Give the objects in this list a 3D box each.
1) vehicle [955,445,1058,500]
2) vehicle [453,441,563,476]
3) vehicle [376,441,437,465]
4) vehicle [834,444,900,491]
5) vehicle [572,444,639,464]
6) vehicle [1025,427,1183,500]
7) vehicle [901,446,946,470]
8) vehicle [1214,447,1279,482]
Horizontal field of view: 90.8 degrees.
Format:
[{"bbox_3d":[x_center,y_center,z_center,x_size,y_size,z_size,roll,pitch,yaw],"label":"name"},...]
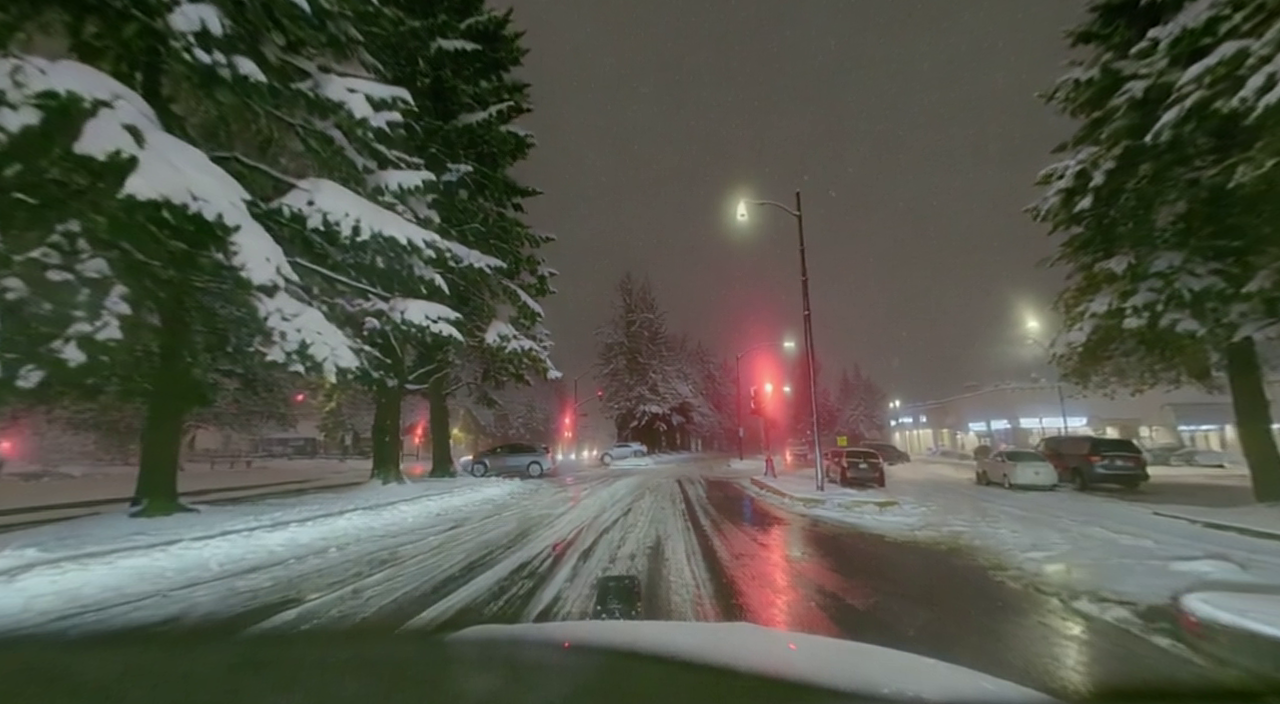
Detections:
[{"bbox_3d":[12.001,3.903,21.048,2.031,1.592,4.470,-3,-9,18],"label":"vehicle"},{"bbox_3d":[-5.772,4.690,27.996,4.376,1.476,1.791,-1,-9,5],"label":"vehicle"},{"bbox_3d":[-18.235,7.939,49.672,2.082,1.779,4.841,-2,-9,13],"label":"vehicle"},{"bbox_3d":[7.878,3.993,22.270,1.867,1.479,4.452,-2,-9,16],"label":"vehicle"},{"bbox_3d":[-2.669,7.982,49.589,4.792,1.468,2.116,-2,-9,16],"label":"vehicle"},{"bbox_3d":[14.283,3.465,19.982,2.265,1.919,5.745,-4,-9,18],"label":"vehicle"},{"bbox_3d":[17.538,6.570,39.257,1.936,1.391,3.874,-2,-9,15],"label":"vehicle"},{"bbox_3d":[28.576,5.040,28.665,1.933,1.463,4.578,-3,-9,19],"label":"vehicle"}]
